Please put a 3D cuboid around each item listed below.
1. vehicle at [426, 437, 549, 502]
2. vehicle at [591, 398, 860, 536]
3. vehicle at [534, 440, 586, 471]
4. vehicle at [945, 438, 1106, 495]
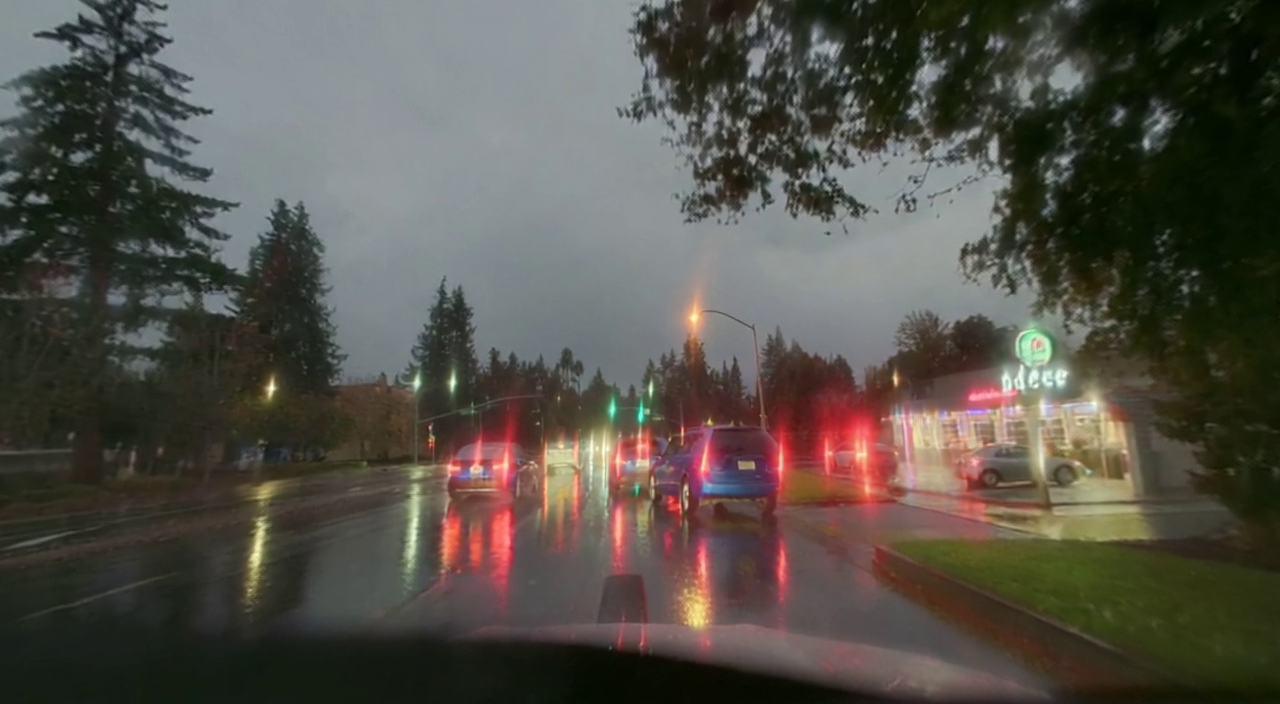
[{"bbox_3d":[-3.829,3.022,16.634,2.026,1.466,4.282,0,-8,2],"label":"vehicle"},{"bbox_3d":[1.314,2.004,11.470,2.052,1.955,4.642,7,-11,-39],"label":"vehicle"},{"bbox_3d":[-4.085,5.354,32.665,2.042,1.470,4.123,0,-8,1],"label":"vehicle"},{"bbox_3d":[12.270,3.640,20.179,3.871,1.525,1.835,-3,-9,0],"label":"vehicle"}]
